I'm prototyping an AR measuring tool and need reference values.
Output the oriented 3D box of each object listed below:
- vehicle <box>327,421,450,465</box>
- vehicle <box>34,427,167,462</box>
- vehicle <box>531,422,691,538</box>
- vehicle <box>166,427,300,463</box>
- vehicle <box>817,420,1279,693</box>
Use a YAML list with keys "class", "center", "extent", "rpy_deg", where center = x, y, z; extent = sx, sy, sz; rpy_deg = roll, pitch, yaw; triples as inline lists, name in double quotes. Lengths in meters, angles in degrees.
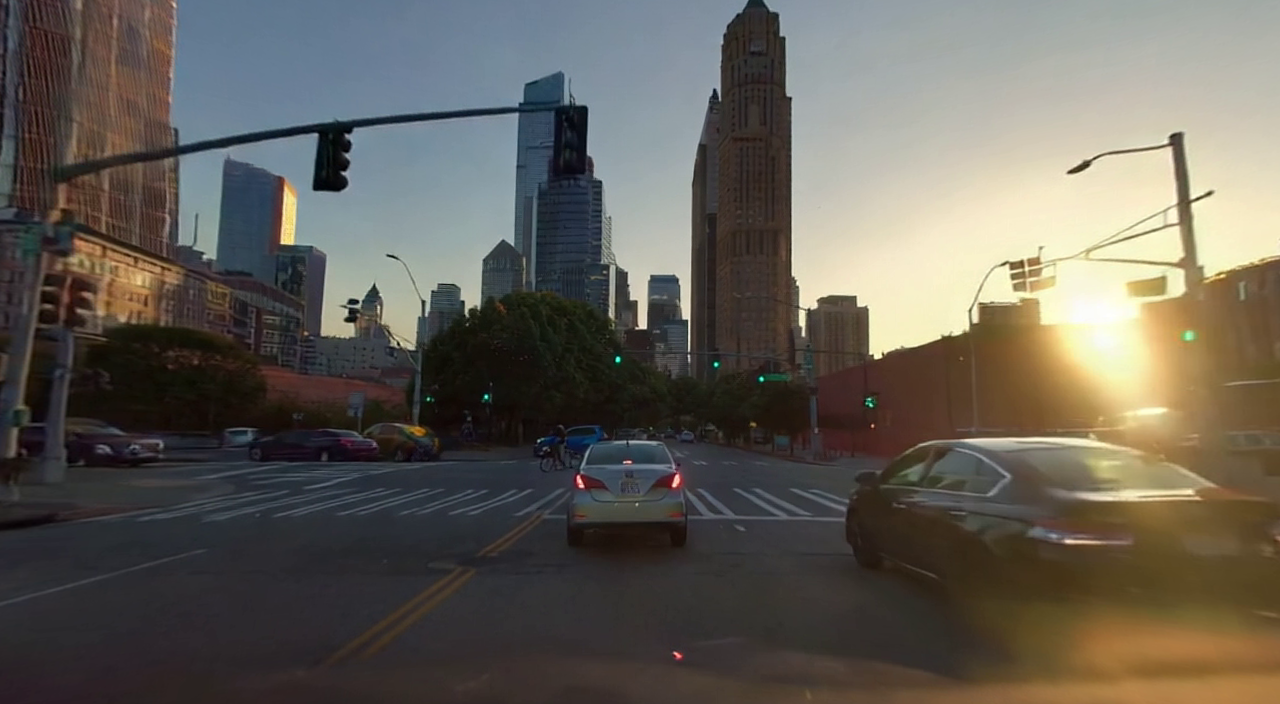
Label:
- class: "vehicle"
  center: [-10.439, 3.789, 26.239]
  extent: [4.556, 1.689, 1.982]
  rpy_deg: [-3, -9, 21]
- class: "vehicle"
  center: [-23.726, 4.075, 27.827]
  extent: [4.243, 1.454, 1.789]
  rpy_deg: [0, -8, 1]
- class: "vehicle"
  center: [-0.432, 1.896, 9.974]
  extent: [2.031, 1.461, 3.763]
  rpy_deg: [0, -8, -2]
- class: "vehicle"
  center: [-17.552, 4.022, 27.348]
  extent: [4.511, 1.483, 1.877]
  rpy_deg: [0, -8, 1]
- class: "vehicle"
  center: [3.232, 1.411, 5.669]
  extent: [1.942, 1.443, 4.468]
  rpy_deg: [0, -8, -1]
